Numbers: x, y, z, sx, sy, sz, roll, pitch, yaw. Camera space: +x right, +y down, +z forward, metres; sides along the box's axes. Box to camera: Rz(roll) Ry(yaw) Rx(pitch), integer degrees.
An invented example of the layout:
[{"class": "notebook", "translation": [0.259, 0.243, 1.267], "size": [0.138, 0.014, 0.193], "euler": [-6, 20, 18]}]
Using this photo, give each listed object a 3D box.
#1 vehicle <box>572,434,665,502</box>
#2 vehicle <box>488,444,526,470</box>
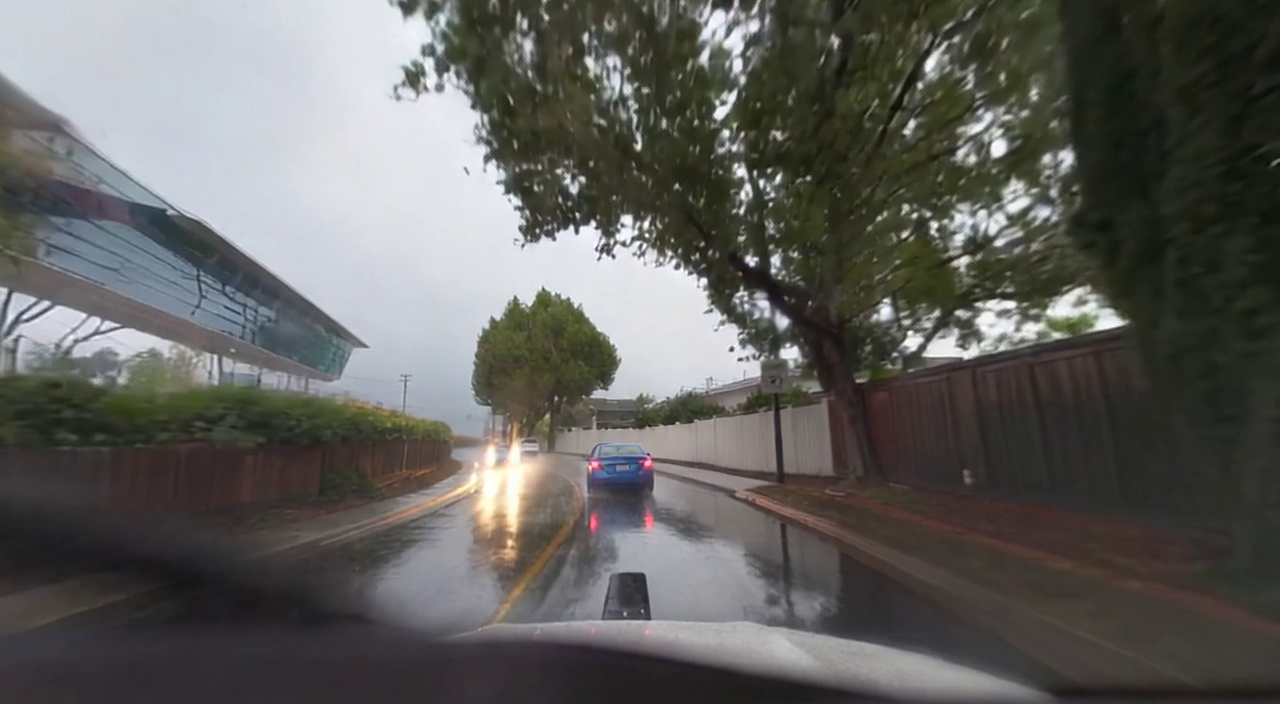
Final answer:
[{"class": "vehicle", "translation": [-0.666, 2.848, 16.010], "size": [2.060, 1.487, 3.920], "euler": [1, -8, -6]}, {"class": "vehicle", "translation": [-8.111, 6.331, 38.212], "size": [1.957, 1.442, 4.180], "euler": [2, -8, -15]}]
